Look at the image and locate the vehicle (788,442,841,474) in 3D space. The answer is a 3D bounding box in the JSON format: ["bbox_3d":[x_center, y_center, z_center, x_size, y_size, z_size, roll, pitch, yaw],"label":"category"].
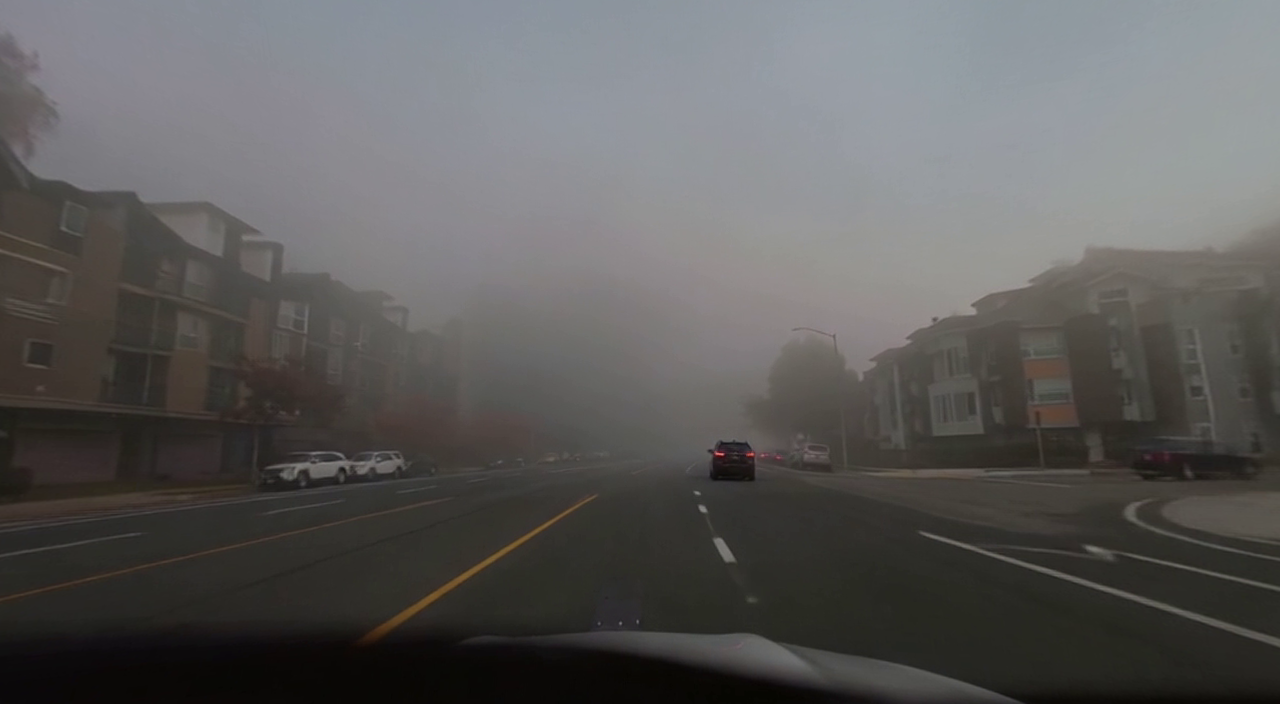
[{"bbox_3d":[11.750,7.158,43.035,2.460,2.002,5.900,-1,-9,6],"label":"vehicle"}]

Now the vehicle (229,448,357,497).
[{"bbox_3d":[-16.210,5.635,30.064,2.239,1.926,6.159,-3,-8,5],"label":"vehicle"}]

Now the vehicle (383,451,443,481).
[{"bbox_3d":[-15.178,7.615,42.565,2.014,1.734,4.651,-2,-8,5],"label":"vehicle"}]

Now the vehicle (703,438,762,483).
[{"bbox_3d":[3.908,4.681,27.527,2.085,1.763,4.490,-1,-9,3],"label":"vehicle"}]

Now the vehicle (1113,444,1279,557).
[{"bbox_3d":[9.484,2.085,9.140,1.928,1.482,4.461,-1,-9,2],"label":"vehicle"}]

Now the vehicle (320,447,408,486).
[{"bbox_3d":[-15.854,6.569,36.763,2.194,2.022,5.828,-1,-9,4],"label":"vehicle"}]
